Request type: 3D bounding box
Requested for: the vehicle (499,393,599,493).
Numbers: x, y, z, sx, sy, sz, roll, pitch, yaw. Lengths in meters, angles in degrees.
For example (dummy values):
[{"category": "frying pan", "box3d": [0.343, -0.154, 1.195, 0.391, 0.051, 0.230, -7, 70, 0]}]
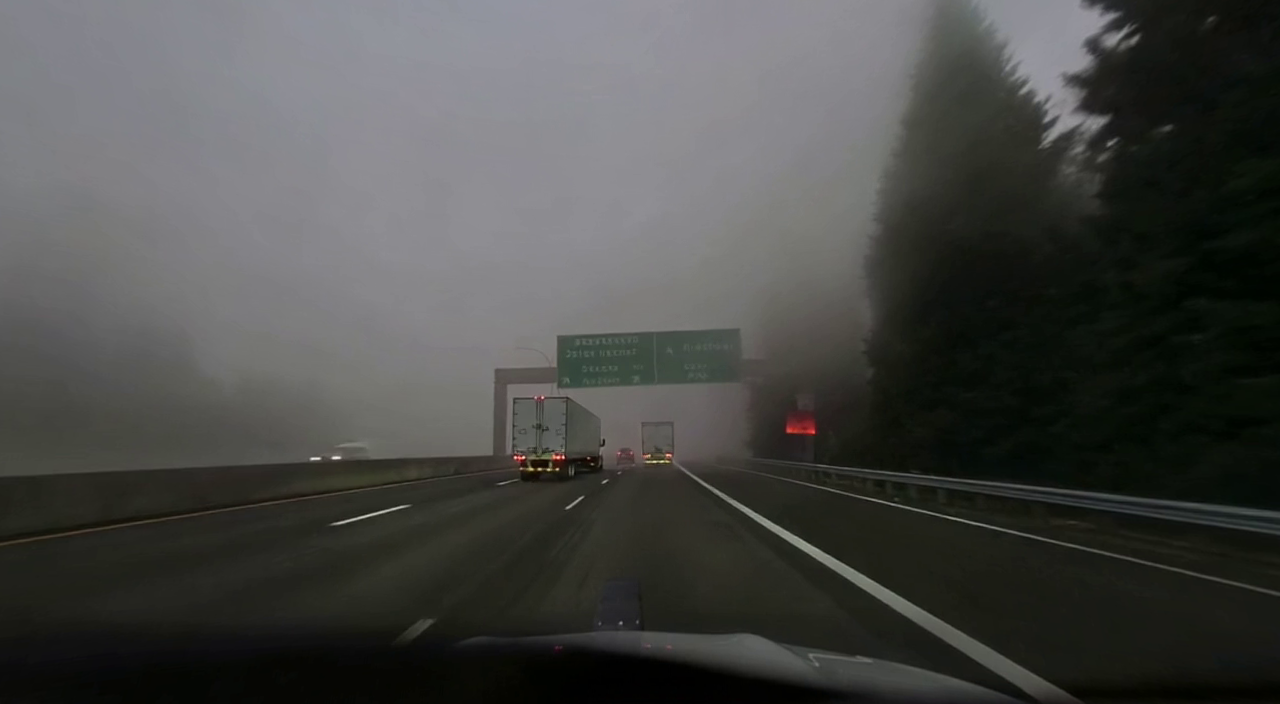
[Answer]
[{"category": "vehicle", "box3d": [-3.229, 3.559, 24.402, 2.696, 3.266, 7.062, 0, -9, 1]}]
